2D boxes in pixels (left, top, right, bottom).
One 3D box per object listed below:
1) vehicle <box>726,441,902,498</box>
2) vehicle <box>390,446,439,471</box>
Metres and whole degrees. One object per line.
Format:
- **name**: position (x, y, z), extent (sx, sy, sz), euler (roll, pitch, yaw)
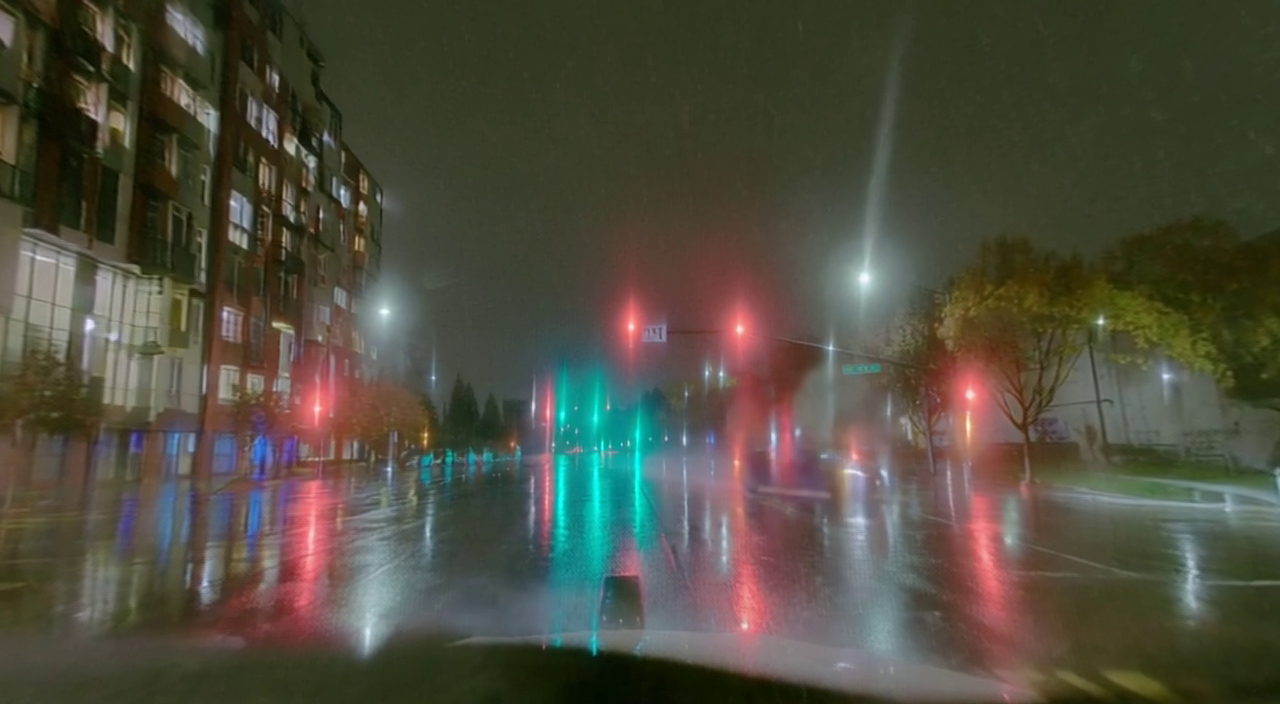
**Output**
- **vehicle**: position (4.961, 3.387, 18.677), extent (1.933, 1.460, 4.683), euler (7, -11, -40)
- **vehicle**: position (-16.495, 7.809, 46.442), extent (2.075, 1.708, 4.335), euler (0, -8, -1)
